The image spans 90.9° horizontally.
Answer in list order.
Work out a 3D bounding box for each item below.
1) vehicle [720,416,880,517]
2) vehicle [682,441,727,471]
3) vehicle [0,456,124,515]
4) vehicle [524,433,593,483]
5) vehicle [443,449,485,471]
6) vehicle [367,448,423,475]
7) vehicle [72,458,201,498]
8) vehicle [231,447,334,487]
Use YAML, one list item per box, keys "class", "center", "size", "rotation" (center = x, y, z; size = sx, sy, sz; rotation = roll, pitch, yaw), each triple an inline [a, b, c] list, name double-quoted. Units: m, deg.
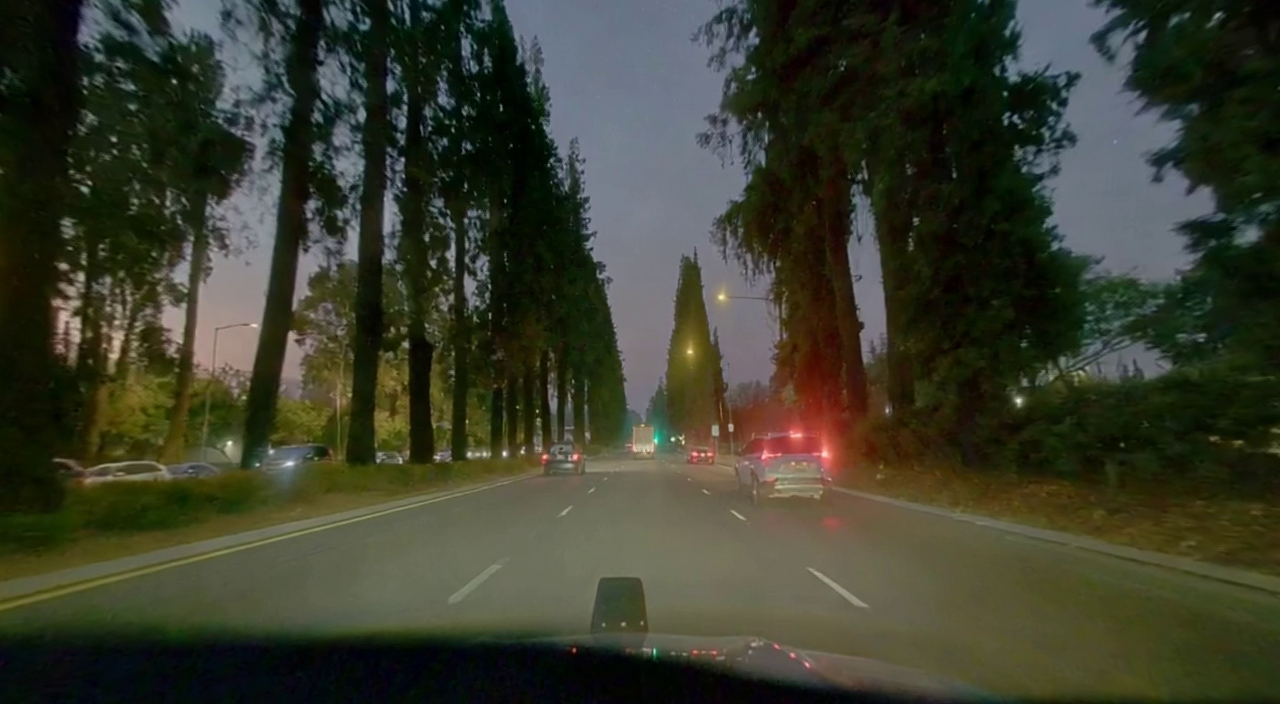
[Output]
- class: "vehicle"
  center: [3.598, 2.738, 15.708]
  size: [2.381, 2.008, 5.971]
  rotation: [0, -8, 0]
- class: "vehicle"
  center: [3.943, 6.472, 39.371]
  size: [2.280, 1.757, 4.572]
  rotation: [0, -8, -1]
- class: "vehicle"
  center: [-17.731, 3.714, 17.811]
  size: [1.969, 1.476, 5.021]
  rotation: [0, -9, 1]
- class: "vehicle"
  center: [-3.315, 4.456, 26.789]
  size: [2.255, 1.940, 4.822]
  rotation: [0, -8, 0]
- class: "vehicle"
  center: [-13.472, 8.291, 48.573]
  size: [1.887, 1.513, 4.442]
  rotation: [0, -9, 1]
- class: "vehicle"
  center: [-17.432, 7.805, 45.152]
  size: [2.059, 1.780, 4.641]
  rotation: [0, -8, 1]
- class: "vehicle"
  center: [-21.282, 5.321, 26.924]
  size: [1.864, 1.448, 4.375]
  rotation: [0, -8, 0]
- class: "vehicle"
  center: [-17.449, 5.599, 31.104]
  size: [2.124, 1.803, 4.878]
  rotation: [0, -9, 1]
